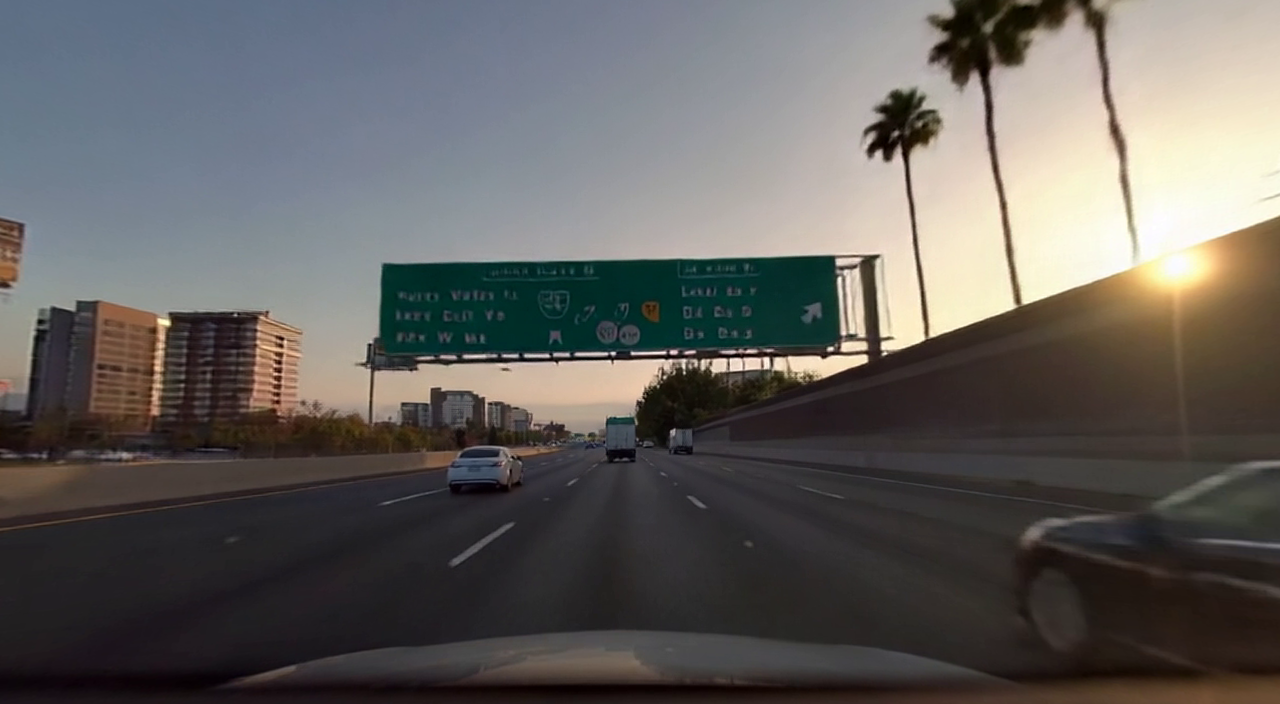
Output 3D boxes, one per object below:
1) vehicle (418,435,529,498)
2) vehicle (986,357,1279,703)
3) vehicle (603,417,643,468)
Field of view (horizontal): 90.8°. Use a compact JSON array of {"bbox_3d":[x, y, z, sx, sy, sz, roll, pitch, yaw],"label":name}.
[{"bbox_3d":[-4.716,3.323,18.749,2.021,1.598,4.887,0,-8,-1],"label":"vehicle"},{"bbox_3d":[3.056,0.700,1.118,2.175,1.598,4.584,0,-8,-2],"label":"vehicle"},{"bbox_3d":[-1.112,5.777,40.230,2.364,2.953,6.495,0,-8,-2],"label":"vehicle"}]
